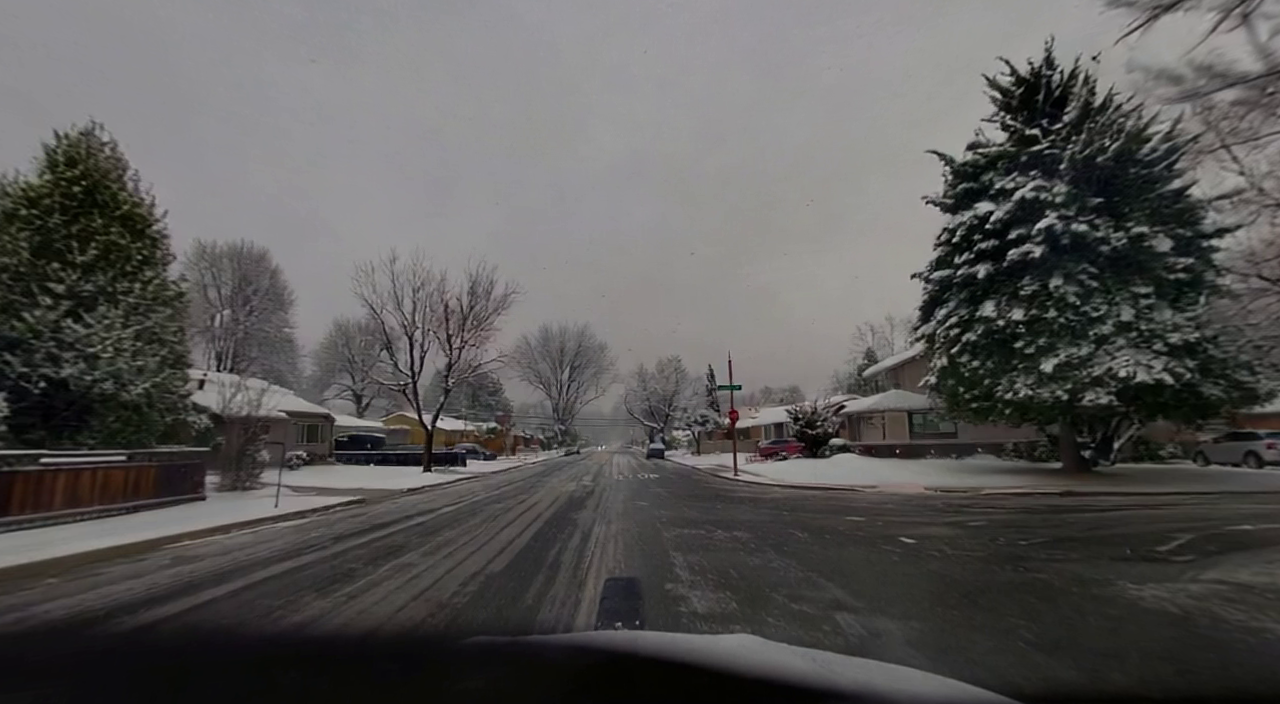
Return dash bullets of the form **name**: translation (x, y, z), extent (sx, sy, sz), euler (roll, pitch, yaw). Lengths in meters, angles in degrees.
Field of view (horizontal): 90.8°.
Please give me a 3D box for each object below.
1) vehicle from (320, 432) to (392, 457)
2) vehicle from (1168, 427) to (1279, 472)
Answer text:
- **vehicle**: translation (-19.424, 6.352, 43.413), extent (4.093, 1.661, 1.765), euler (0, -9, -6)
- **vehicle**: translation (23.512, 3.789, 24.655), extent (1.836, 1.588, 4.419), euler (0, -9, -2)
